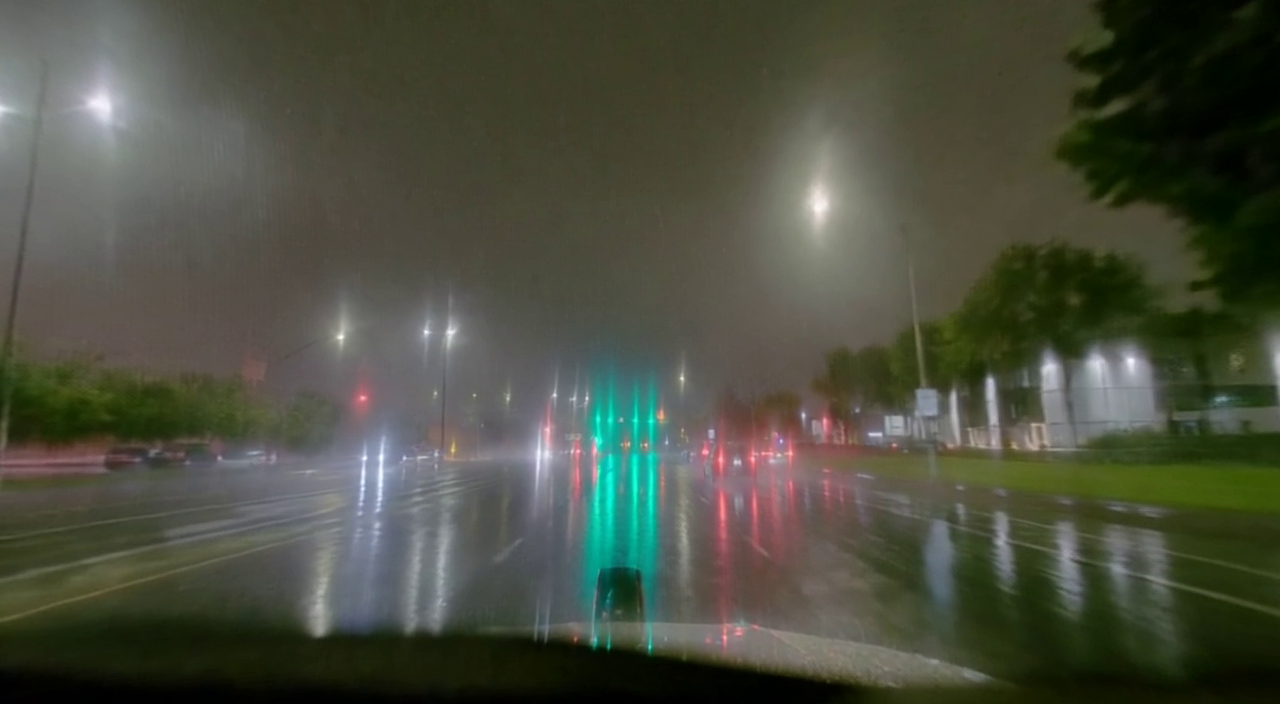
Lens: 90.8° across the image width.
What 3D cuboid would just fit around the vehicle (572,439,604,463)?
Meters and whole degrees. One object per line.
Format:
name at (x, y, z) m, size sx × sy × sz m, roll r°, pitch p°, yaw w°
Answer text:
vehicle at (-3.769, 7.227, 46.368) m, size 1.935 × 1.617 × 4.045 m, roll 0°, pitch -8°, yaw 0°

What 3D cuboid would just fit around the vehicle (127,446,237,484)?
vehicle at (-22.457, 5.507, 31.258) m, size 1.926 × 1.681 × 4.601 m, roll 0°, pitch -8°, yaw 1°

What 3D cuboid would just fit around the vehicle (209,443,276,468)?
vehicle at (-30.026, 7.818, 47.774) m, size 3.855 × 1.693 × 1.875 m, roll -2°, pitch -8°, yaw 1°

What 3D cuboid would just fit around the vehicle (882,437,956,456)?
vehicle at (21.554, 7.322, 48.893) m, size 4.748 × 1.451 × 2.089 m, roll 0°, pitch -8°, yaw -1°

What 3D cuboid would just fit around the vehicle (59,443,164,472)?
vehicle at (-30.554, 6.091, 36.627) m, size 4.278 × 1.625 × 1.974 m, roll 0°, pitch -8°, yaw -1°

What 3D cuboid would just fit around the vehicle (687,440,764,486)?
vehicle at (2.882, 3.816, 22.188) m, size 1.966 × 1.449 × 4.290 m, roll 0°, pitch -8°, yaw -2°
